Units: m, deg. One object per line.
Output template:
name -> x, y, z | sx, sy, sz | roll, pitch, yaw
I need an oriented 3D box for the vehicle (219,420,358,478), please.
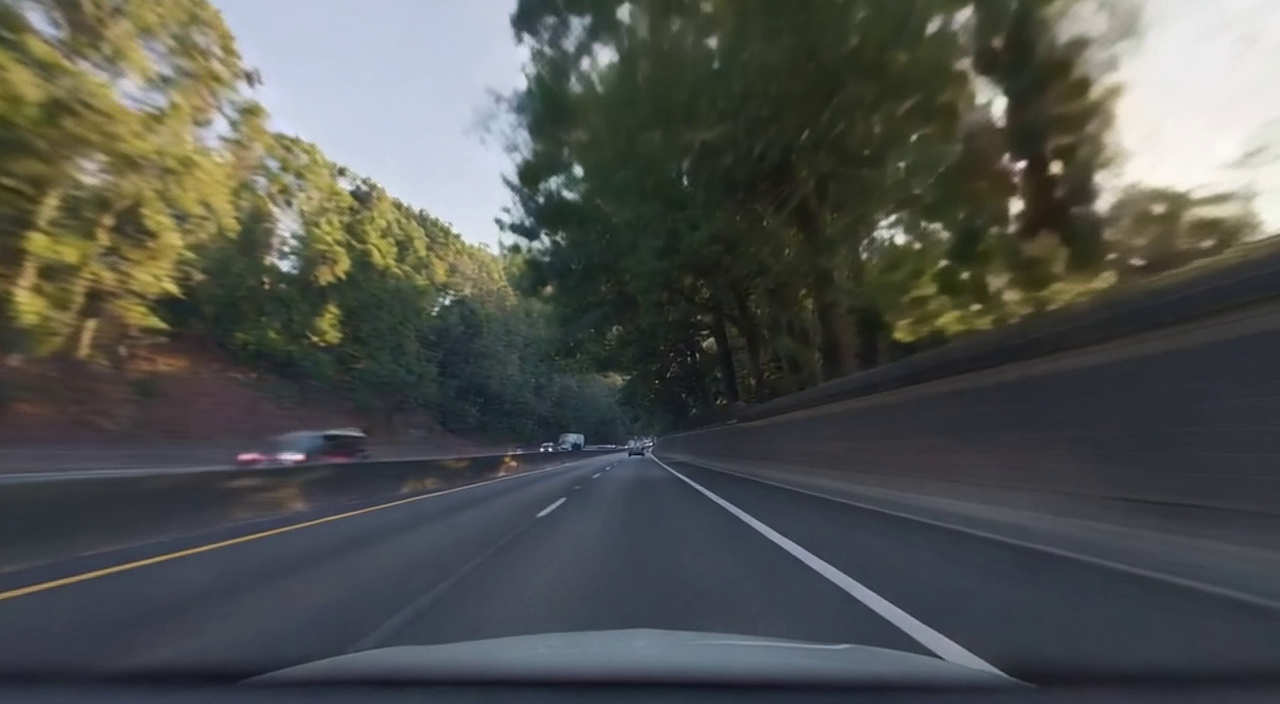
vehicle -> -12.293, 3.472, 22.537 | 2.145, 1.847, 4.924 | 0, -9, 0
